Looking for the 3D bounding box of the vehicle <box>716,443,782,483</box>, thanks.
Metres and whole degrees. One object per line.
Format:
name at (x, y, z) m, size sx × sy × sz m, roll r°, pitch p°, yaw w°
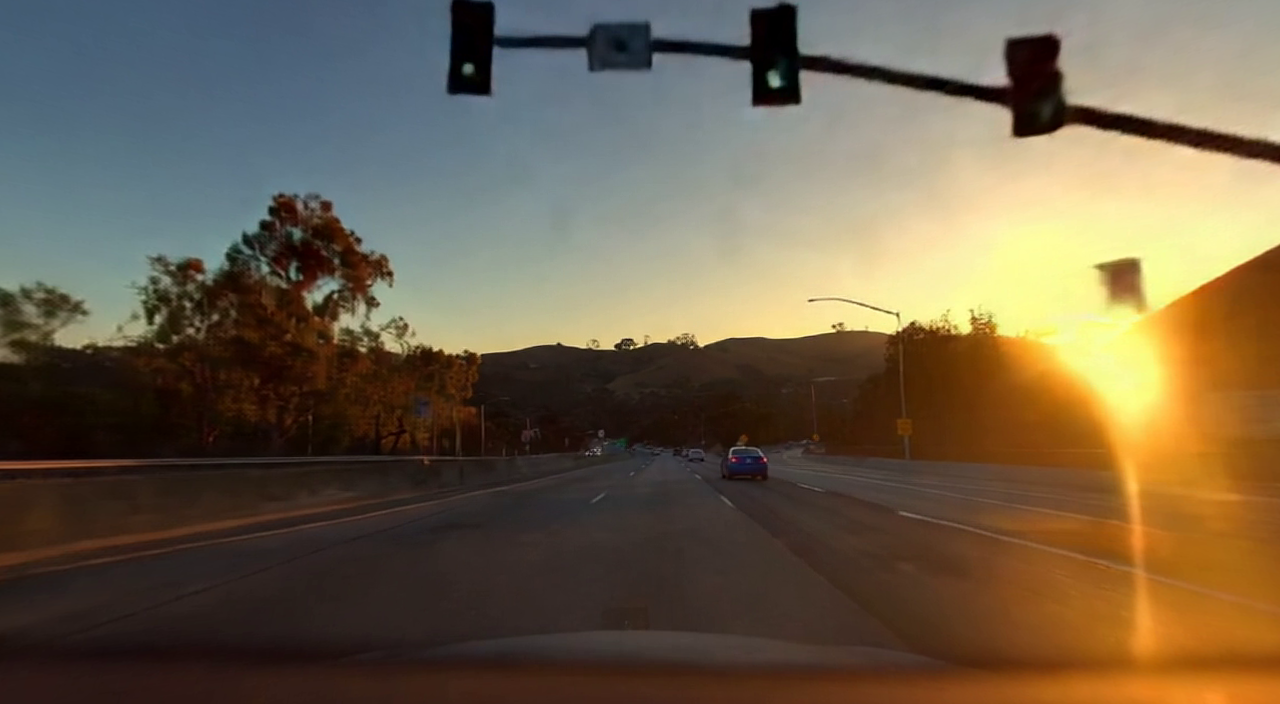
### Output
vehicle at (4.331, 4.453, 25.688) m, size 1.916 × 1.469 × 4.481 m, roll 0°, pitch -8°, yaw 0°
